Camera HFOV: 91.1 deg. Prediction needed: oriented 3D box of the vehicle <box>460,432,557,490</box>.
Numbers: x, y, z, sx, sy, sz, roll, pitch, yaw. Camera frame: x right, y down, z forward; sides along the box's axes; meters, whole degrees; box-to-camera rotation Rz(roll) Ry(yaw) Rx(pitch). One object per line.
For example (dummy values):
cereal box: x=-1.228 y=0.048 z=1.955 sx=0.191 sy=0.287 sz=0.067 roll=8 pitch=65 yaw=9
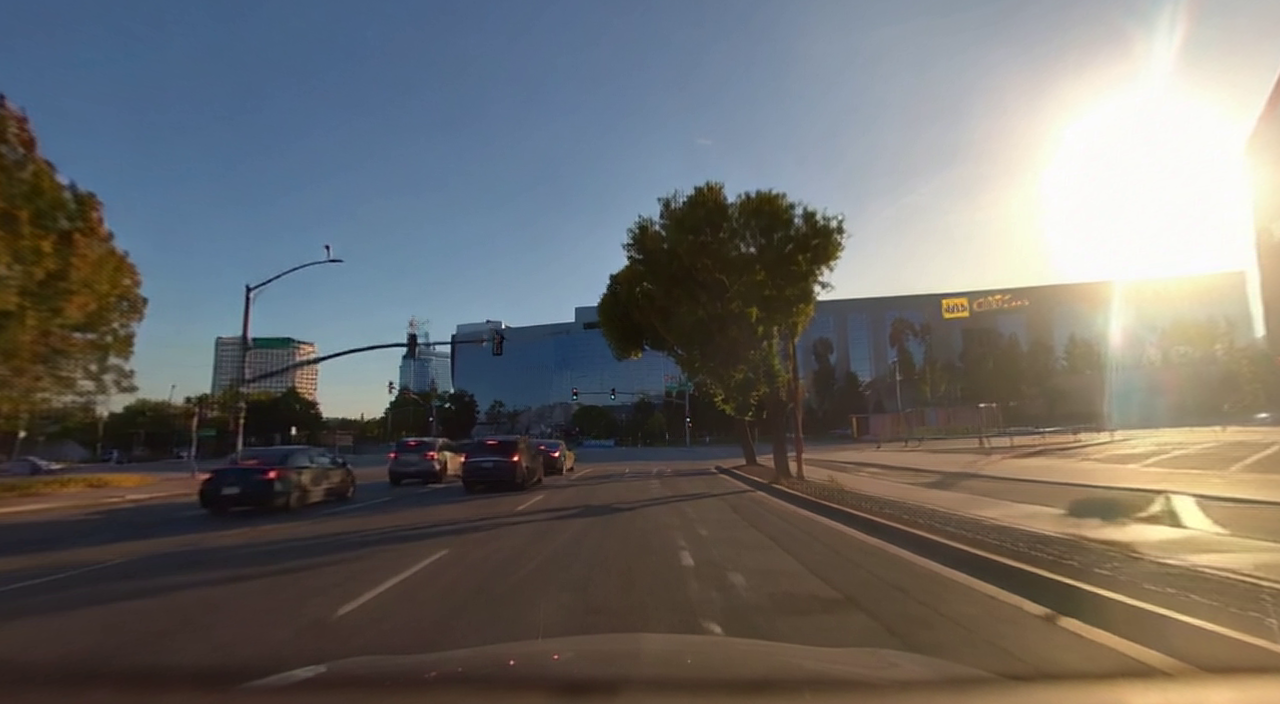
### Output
vehicle: x=-3.986 y=3.399 z=19.864 sx=2.043 sy=1.636 sz=4.320 roll=0 pitch=-9 yaw=1

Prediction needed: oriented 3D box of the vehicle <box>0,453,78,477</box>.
vehicle: x=-44.111 y=8.182 z=45.576 sx=4.570 sy=1.714 sz=1.969 roll=0 pitch=-9 yaw=-2

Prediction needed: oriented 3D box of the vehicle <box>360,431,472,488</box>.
vehicle: x=-7.862 y=3.830 z=22.645 sx=2.152 sy=1.813 sz=4.751 roll=0 pitch=-9 yaw=2

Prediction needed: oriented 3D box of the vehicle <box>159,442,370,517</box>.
vehicle: x=-8.261 y=2.813 z=14.458 sx=2.030 sy=1.440 sz=4.464 roll=0 pitch=-9 yaw=1
